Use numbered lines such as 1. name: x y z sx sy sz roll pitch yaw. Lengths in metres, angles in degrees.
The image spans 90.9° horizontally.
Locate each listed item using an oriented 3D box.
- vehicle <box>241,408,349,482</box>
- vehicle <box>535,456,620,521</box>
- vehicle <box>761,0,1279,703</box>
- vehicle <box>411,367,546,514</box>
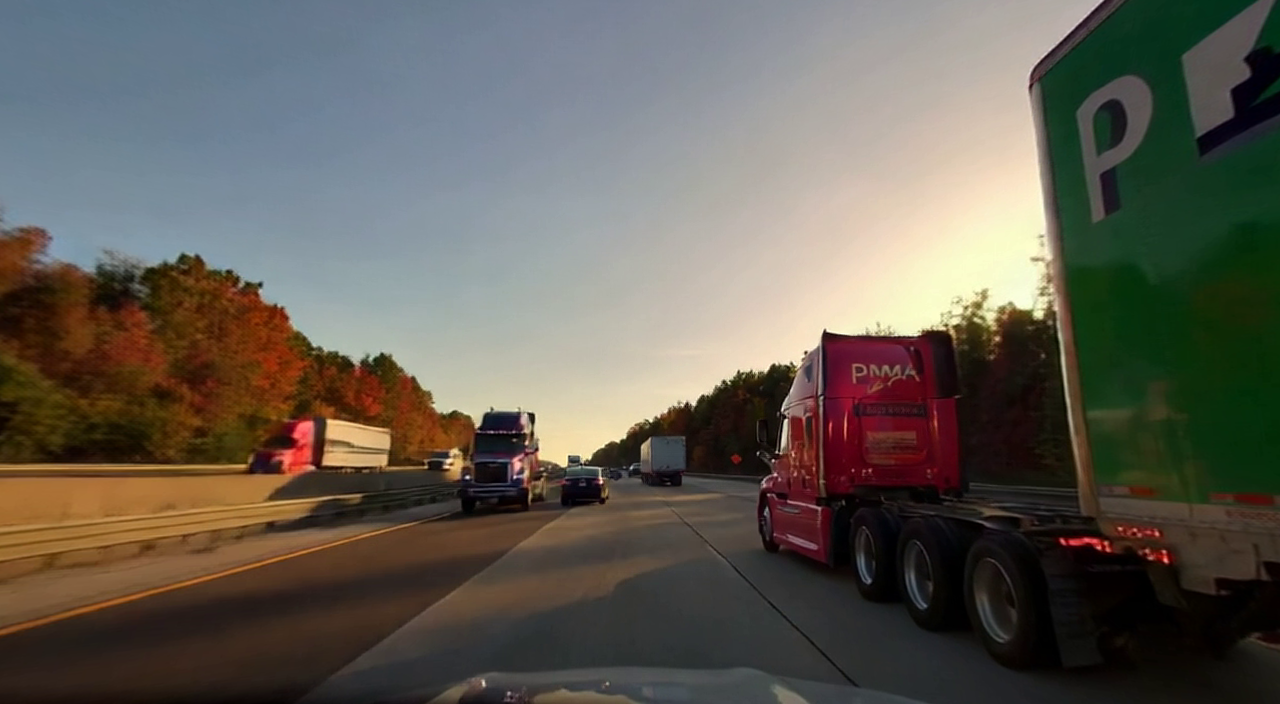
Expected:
1. vehicle: -20.091 5.600 37.201 2.892 3.957 6.081 1 -11 -2
2. vehicle: -1.660 3.922 18.442 2.010 1.580 4.949 1 -11 0
3. vehicle: 3.888 0.322 4.805 2.856 4.040 14.009 1 -11 -1
4. vehicle: -5.068 3.017 21.022 3.099 4.220 5.196 1 -10 -1
